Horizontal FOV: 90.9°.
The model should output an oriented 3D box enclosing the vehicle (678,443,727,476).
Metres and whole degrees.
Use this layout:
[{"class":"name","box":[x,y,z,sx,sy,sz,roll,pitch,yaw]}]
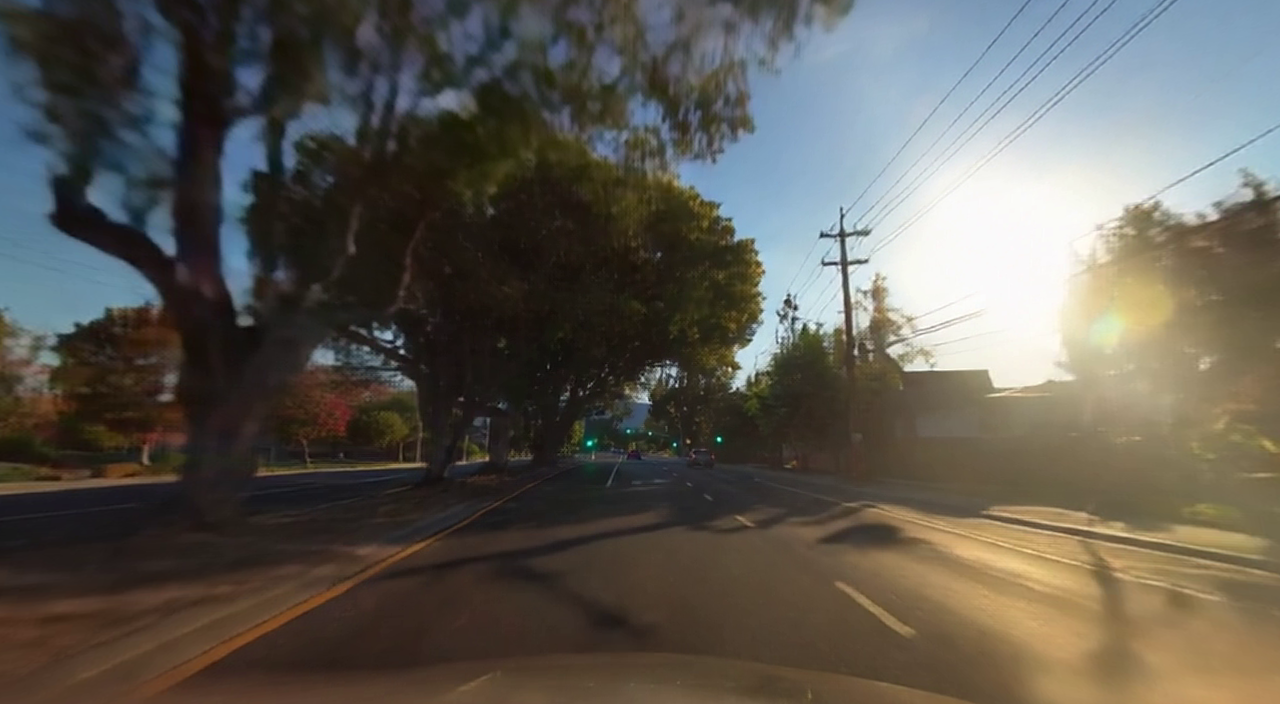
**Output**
[{"class":"vehicle","box":[3.519,6.140,36.334,2.240,1.781,4.433,0,-9,-1]}]
